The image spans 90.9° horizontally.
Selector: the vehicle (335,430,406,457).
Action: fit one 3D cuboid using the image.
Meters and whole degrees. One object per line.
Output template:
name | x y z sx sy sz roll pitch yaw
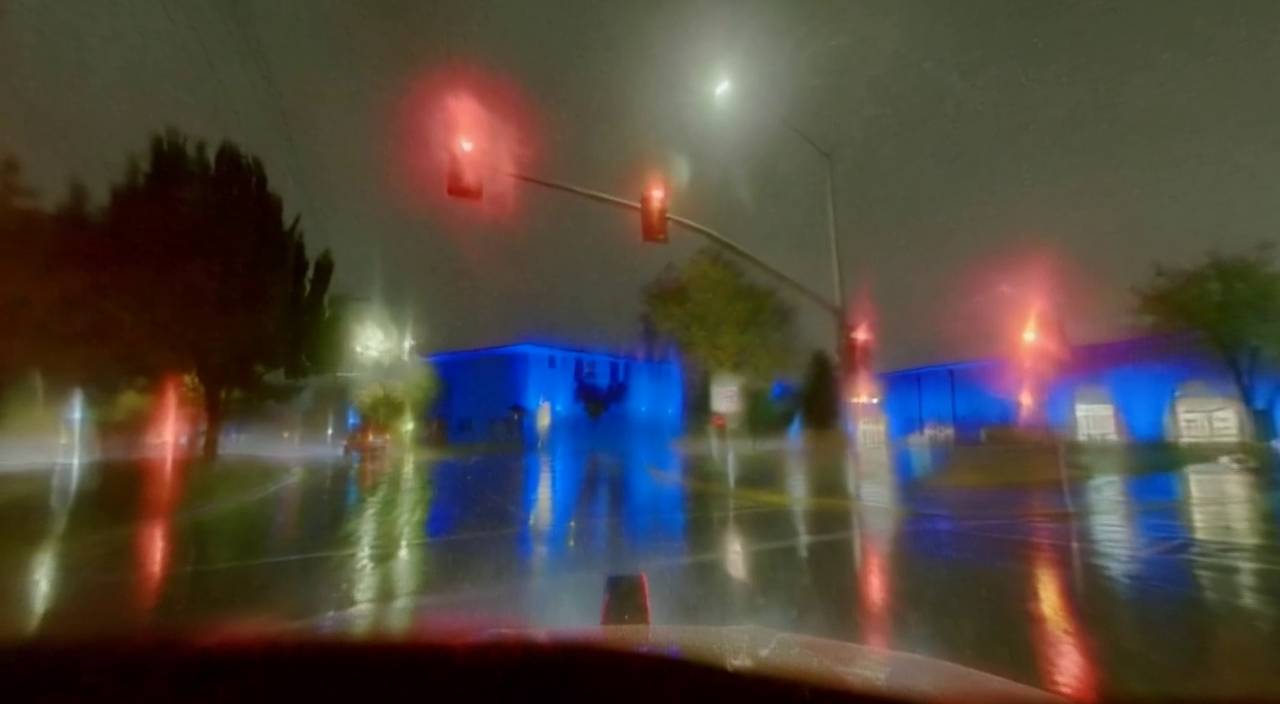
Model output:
vehicle | -20.639 7.007 48.168 5.570 1.923 2.336 -6 -10 34
